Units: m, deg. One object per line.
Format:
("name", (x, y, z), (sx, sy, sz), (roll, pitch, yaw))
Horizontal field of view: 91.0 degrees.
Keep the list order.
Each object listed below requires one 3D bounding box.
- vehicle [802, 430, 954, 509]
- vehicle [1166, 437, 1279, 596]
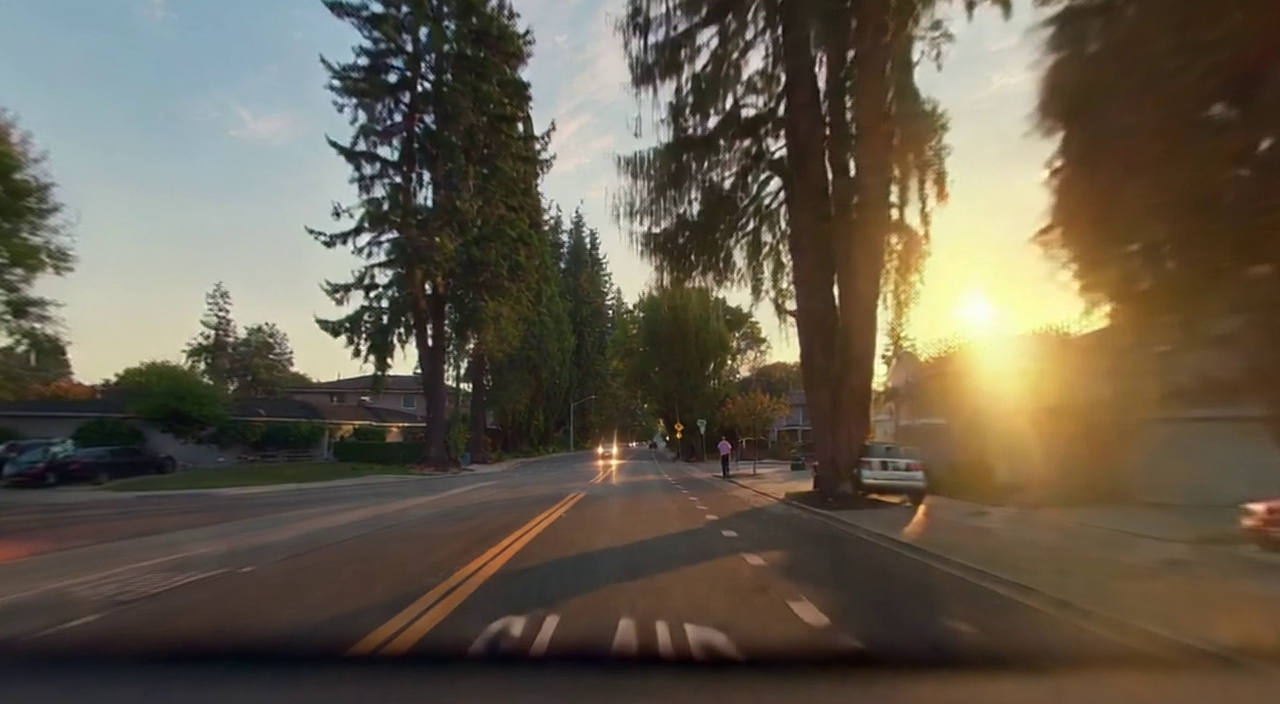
("vehicle", (5.862, 2.954, 16.285), (2.096, 1.713, 4.606), (0, -9, 0))
("vehicle", (8.219, 1.556, 5.994), (4.438, 1.466, 1.943), (-1, -9, 9))
